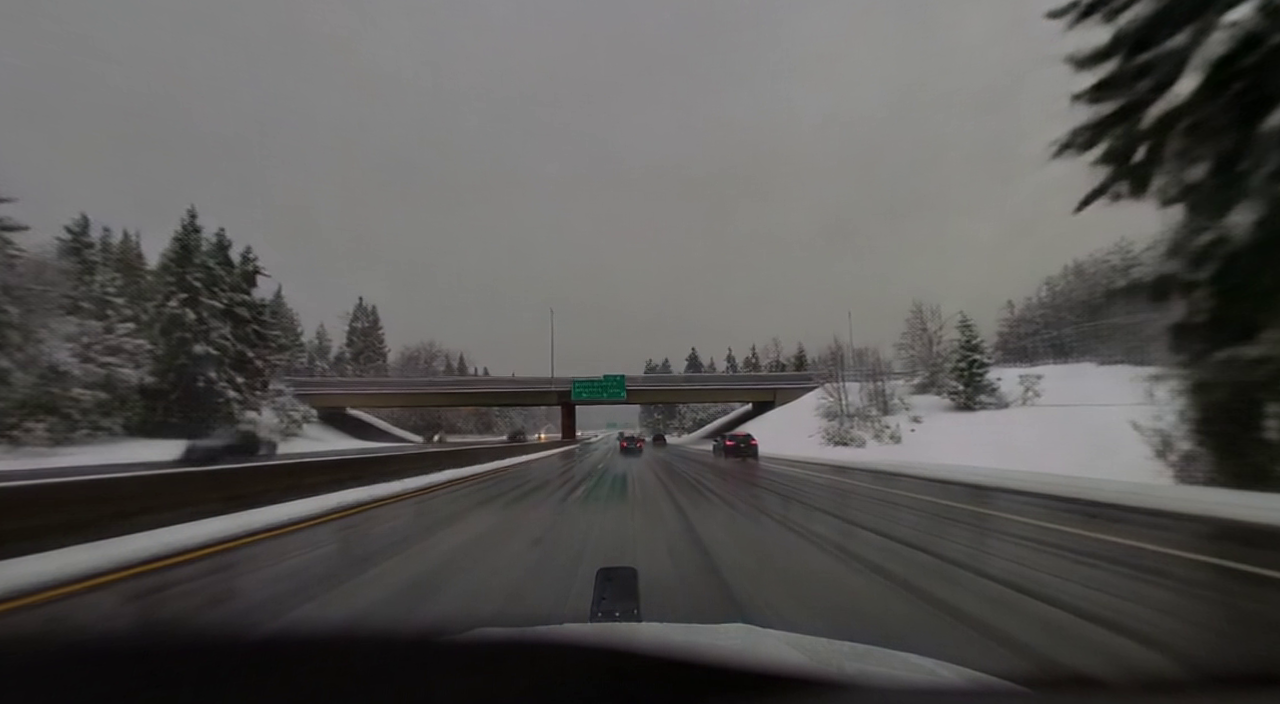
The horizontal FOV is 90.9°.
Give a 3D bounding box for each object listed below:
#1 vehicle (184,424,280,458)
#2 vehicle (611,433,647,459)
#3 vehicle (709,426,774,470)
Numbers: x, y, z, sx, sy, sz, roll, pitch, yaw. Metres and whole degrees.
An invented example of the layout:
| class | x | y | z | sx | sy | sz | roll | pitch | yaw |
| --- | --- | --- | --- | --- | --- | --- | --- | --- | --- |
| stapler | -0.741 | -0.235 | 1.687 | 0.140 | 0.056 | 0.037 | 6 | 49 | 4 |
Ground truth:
| class | x | y | z | sx | sy | sz | roll | pitch | yaw |
| --- | --- | --- | --- | --- | --- | --- | --- | --- | --- |
| vehicle | -21.175 | 4.635 | 32.993 | 1.992 | 1.646 | 4.656 | 0 | -8 | -1 |
| vehicle | -0.685 | 5.472 | 36.789 | 1.987 | 1.440 | 3.565 | 0 | -8 | -2 |
| vehicle | 3.962 | 3.814 | 25.244 | 1.892 | 1.600 | 3.782 | 0 | -8 | -2 |
